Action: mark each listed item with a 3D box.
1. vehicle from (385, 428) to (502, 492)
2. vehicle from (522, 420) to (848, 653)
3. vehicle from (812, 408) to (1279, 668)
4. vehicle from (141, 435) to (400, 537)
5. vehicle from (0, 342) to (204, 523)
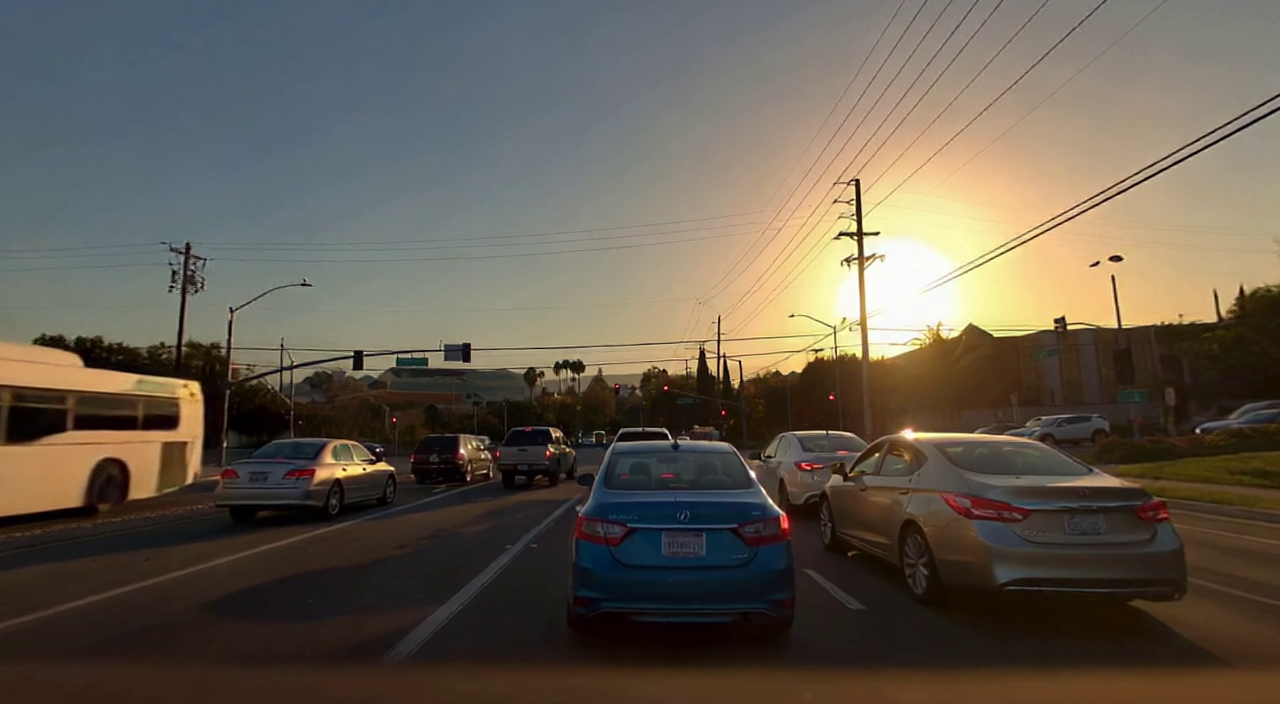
[{"bbox_3d":[-6.255,3.514,20.894,2.070,1.824,5.196,-1,-8,2],"label":"vehicle"},{"bbox_3d":[0.289,1.493,6.155,2.109,1.483,3.964,0,-8,0],"label":"vehicle"},{"bbox_3d":[3.140,1.407,5.877,1.870,1.523,4.096,0,-8,0],"label":"vehicle"},{"bbox_3d":[-6.394,2.335,11.748,1.955,1.497,4.639,-1,-8,1],"label":"vehicle"},{"bbox_3d":[-13.806,1.435,11.227,3.005,3.443,12.583,-1,-8,1],"label":"vehicle"}]
